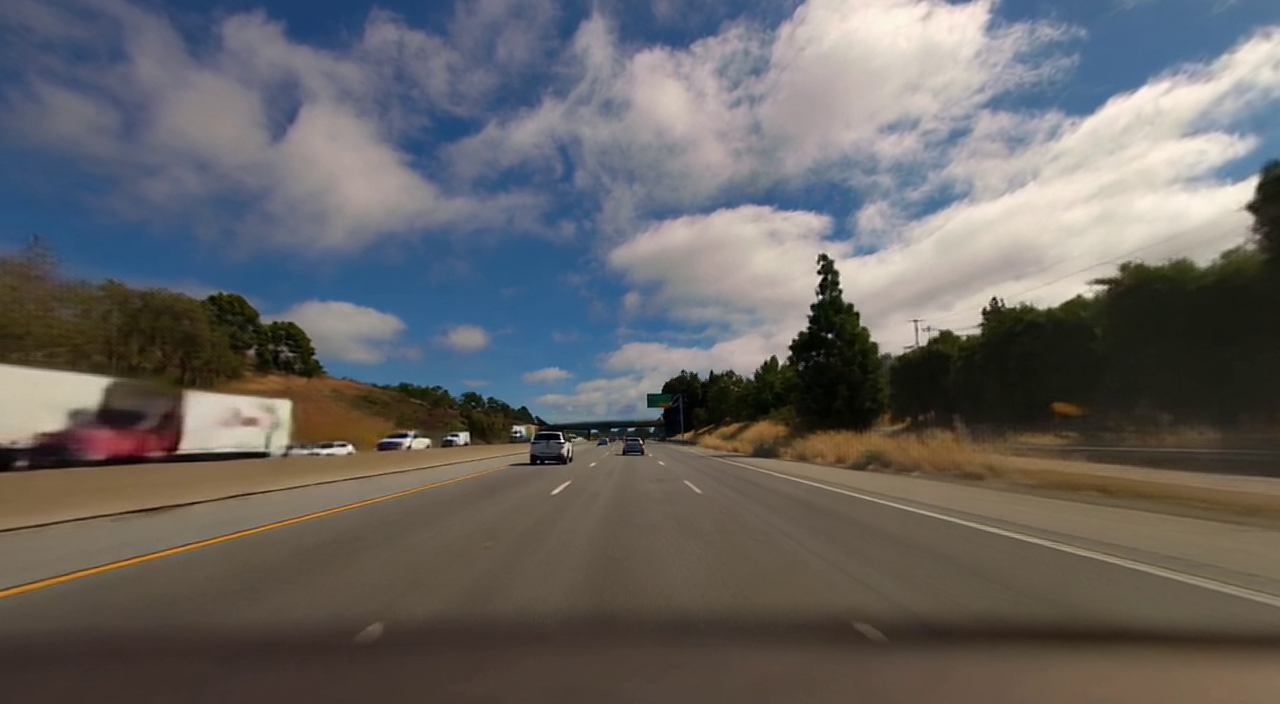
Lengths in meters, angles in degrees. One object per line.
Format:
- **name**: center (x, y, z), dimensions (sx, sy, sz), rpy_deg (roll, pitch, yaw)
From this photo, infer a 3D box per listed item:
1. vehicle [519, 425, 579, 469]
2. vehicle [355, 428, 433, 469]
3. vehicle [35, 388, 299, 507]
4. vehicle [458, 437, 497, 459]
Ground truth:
- **vehicle**: center (-4.144, 4.396, 29.430), dimensions (2.115, 1.887, 4.721), rpy_deg (0, -8, 0)
- **vehicle**: center (-12.558, 4.952, 32.516), dimensions (2.176, 1.901, 4.882), rpy_deg (0, -8, -2)
- **vehicle**: center (-11.647, 2.427, 16.310), dimensions (2.420, 2.524, 5.654), rpy_deg (0, -8, 0)
- **vehicle**: center (-12.185, 7.223, 47.478), dimensions (1.938, 1.567, 4.376), rpy_deg (0, -8, -2)
